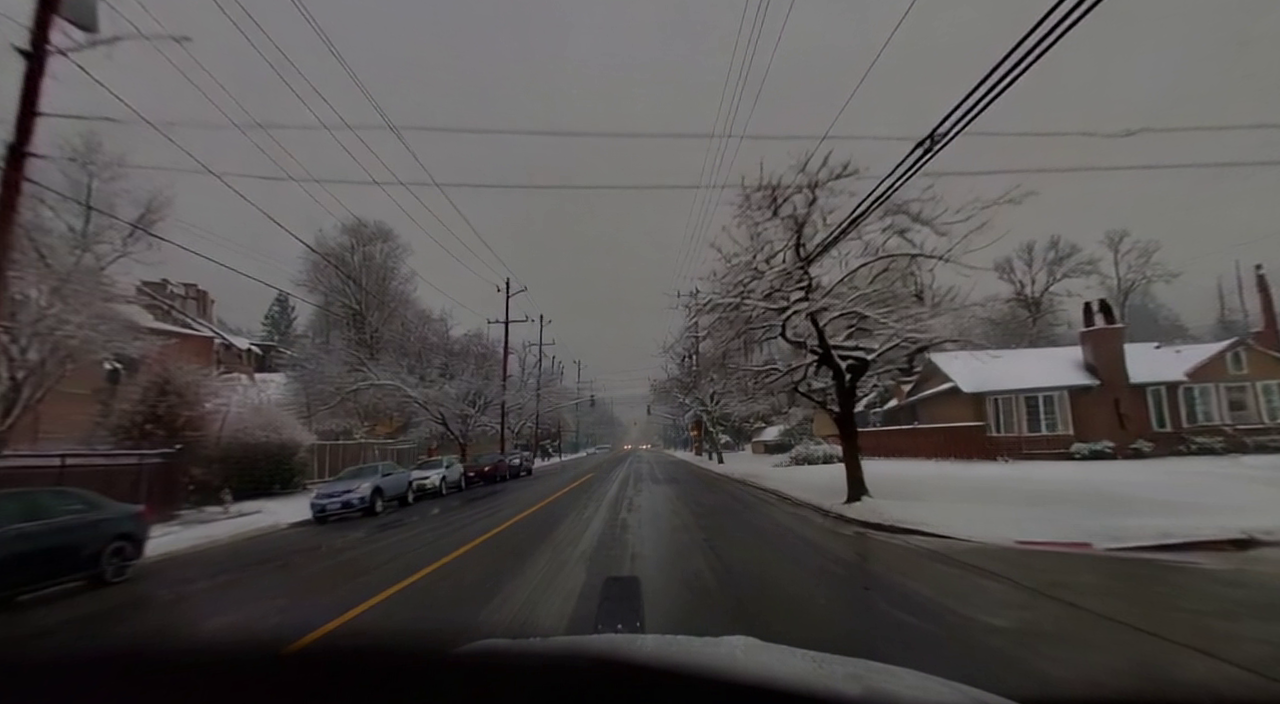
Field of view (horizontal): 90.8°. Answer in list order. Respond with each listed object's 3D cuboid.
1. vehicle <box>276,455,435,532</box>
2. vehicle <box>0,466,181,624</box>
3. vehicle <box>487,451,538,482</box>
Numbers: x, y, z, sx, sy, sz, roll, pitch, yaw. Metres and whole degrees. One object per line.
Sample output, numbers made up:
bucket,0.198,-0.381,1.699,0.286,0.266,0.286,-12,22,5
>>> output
vehicle,-7.363,3.642,16.951,1.839,1.494,4.757,-9,-9,2
vehicle,-7.476,2.087,6.978,1.949,1.512,3.818,0,-9,-1
vehicle,-7.317,6.549,36.511,1.928,1.481,4.152,-6,-9,1
